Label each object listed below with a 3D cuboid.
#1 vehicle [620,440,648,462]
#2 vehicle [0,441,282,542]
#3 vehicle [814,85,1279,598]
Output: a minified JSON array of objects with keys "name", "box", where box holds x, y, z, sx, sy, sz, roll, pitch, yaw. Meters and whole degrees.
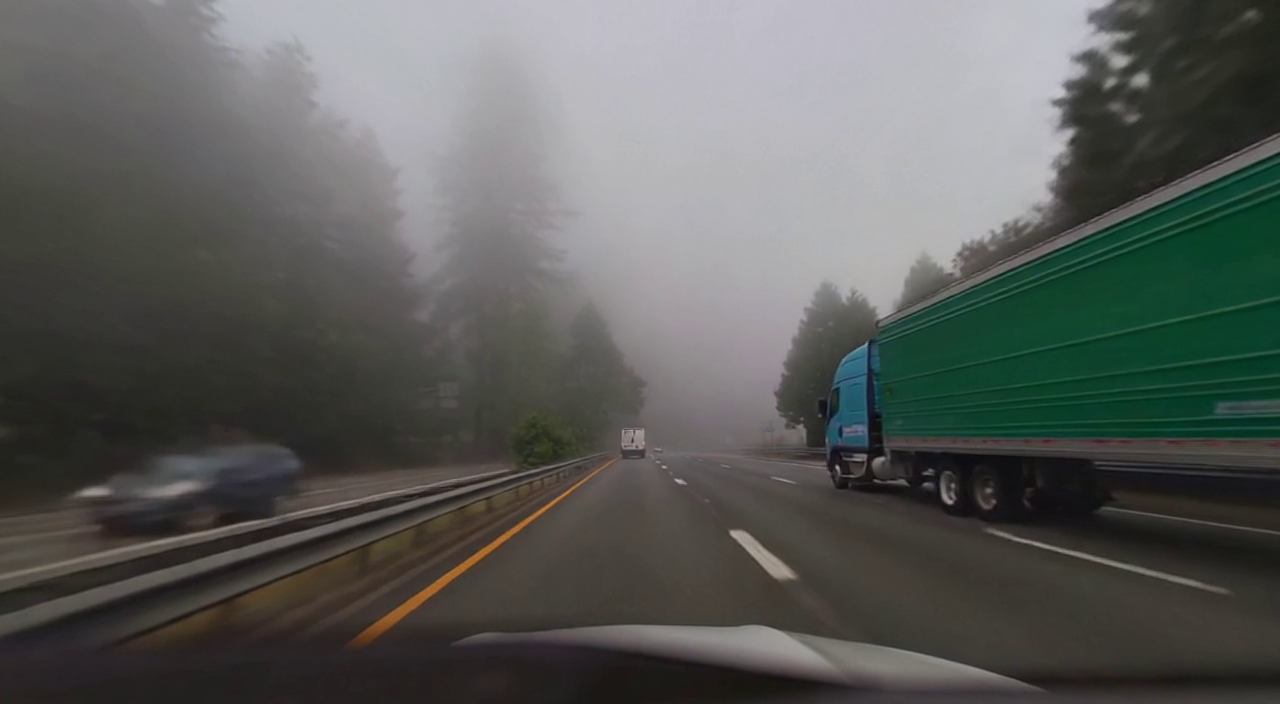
[{"name":"vehicle","box":[-0.469,7.735,49.333,2.121,1.590,4.434,0,-8,0]},{"name":"vehicle","box":[-9.411,2.556,12.375,1.935,1.569,4.778,0,-8,-1]},{"name":"vehicle","box":[6.915,0.550,9.379,3.479,4.156,17.231,0,-9,-1]}]
